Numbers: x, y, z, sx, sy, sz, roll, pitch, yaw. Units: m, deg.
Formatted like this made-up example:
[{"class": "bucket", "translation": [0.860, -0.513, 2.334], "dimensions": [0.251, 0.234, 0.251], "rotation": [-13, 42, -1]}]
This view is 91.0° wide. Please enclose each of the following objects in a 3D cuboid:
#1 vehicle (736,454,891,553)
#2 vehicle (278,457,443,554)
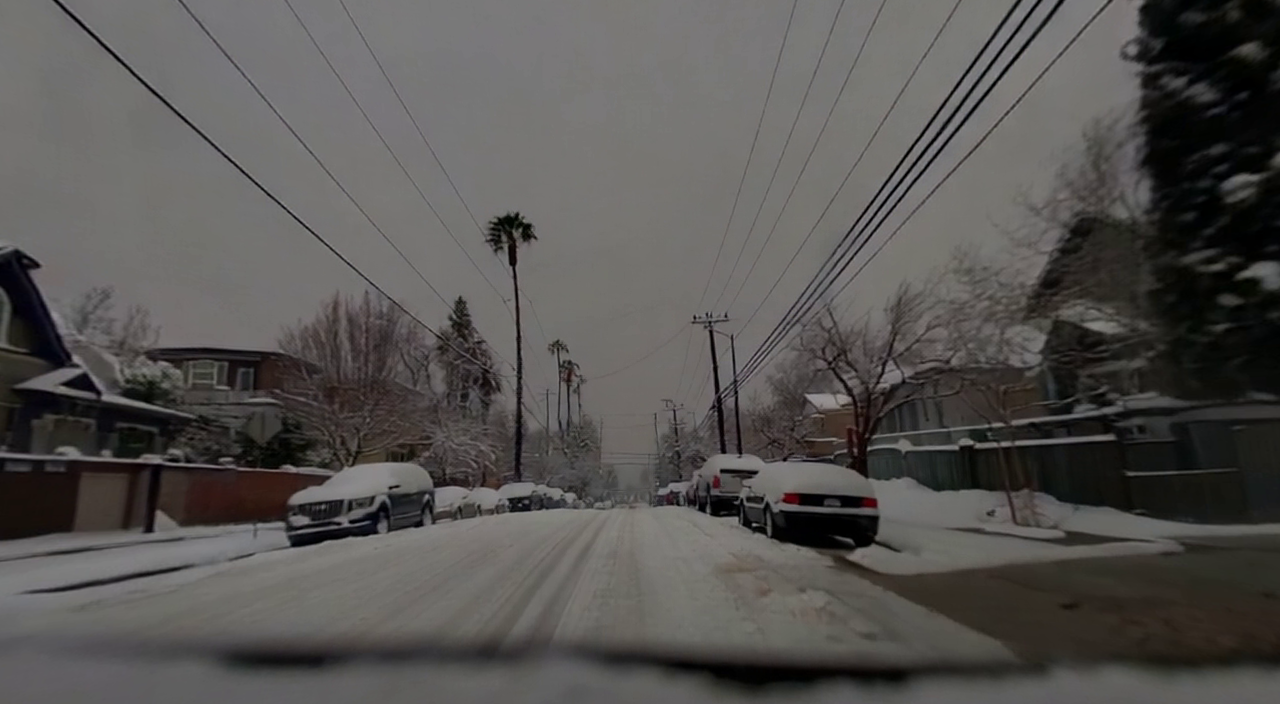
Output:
[{"class": "vehicle", "translation": [3.048, 2.713, 11.953], "dimensions": [1.756, 1.455, 3.965], "rotation": [0, -8, -1]}, {"class": "vehicle", "translation": [-6.521, 3.560, 15.486], "dimensions": [1.933, 1.824, 5.142], "rotation": [0, -8, -3]}]
